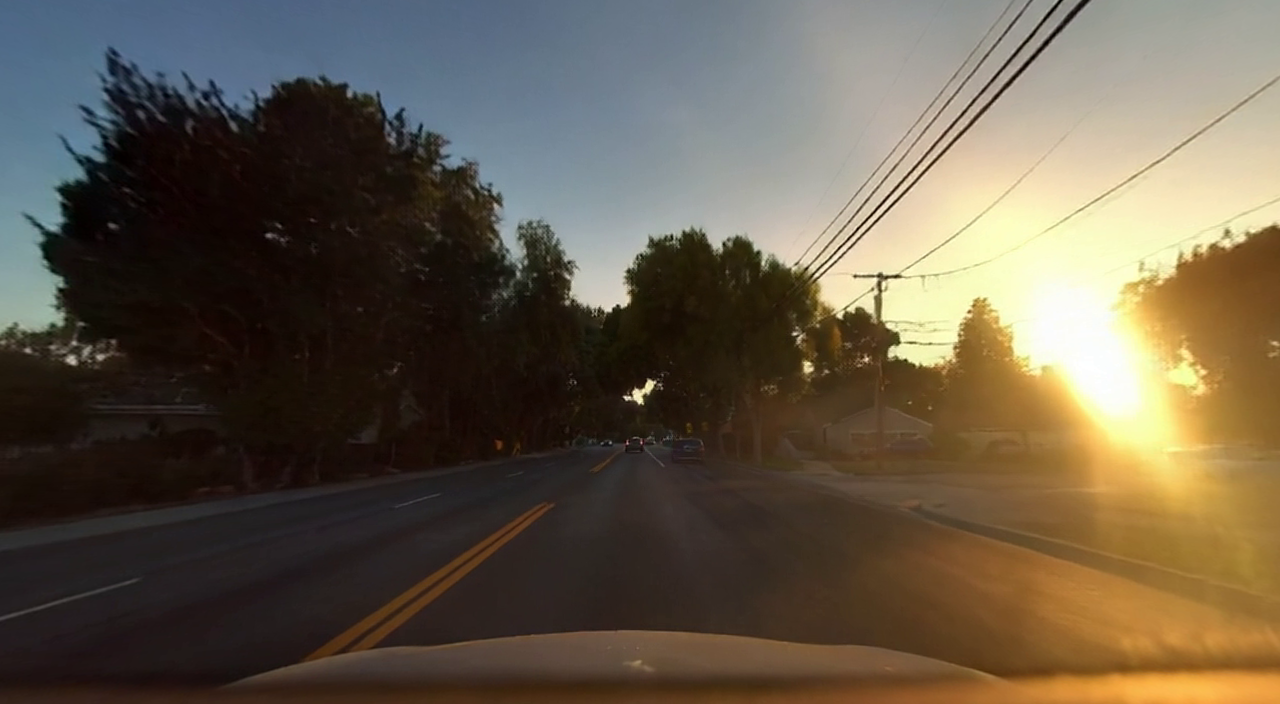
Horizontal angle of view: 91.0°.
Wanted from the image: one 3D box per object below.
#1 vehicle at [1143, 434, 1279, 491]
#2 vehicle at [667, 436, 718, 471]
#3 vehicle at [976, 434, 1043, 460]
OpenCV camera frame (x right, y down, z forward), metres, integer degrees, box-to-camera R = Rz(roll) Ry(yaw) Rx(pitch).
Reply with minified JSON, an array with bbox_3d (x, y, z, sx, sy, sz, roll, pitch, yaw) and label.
[{"bbox_3d":[17.060,3.027,17.347,4.672,1.463,1.863,0,-8,2],"label":"vehicle"},{"bbox_3d":[2.313,4.589,28.627,1.975,1.497,3.647,0,-8,-1],"label":"vehicle"},{"bbox_3d":[22.299,5.755,38.153,1.851,1.458,3.709,0,-8,1],"label":"vehicle"}]
